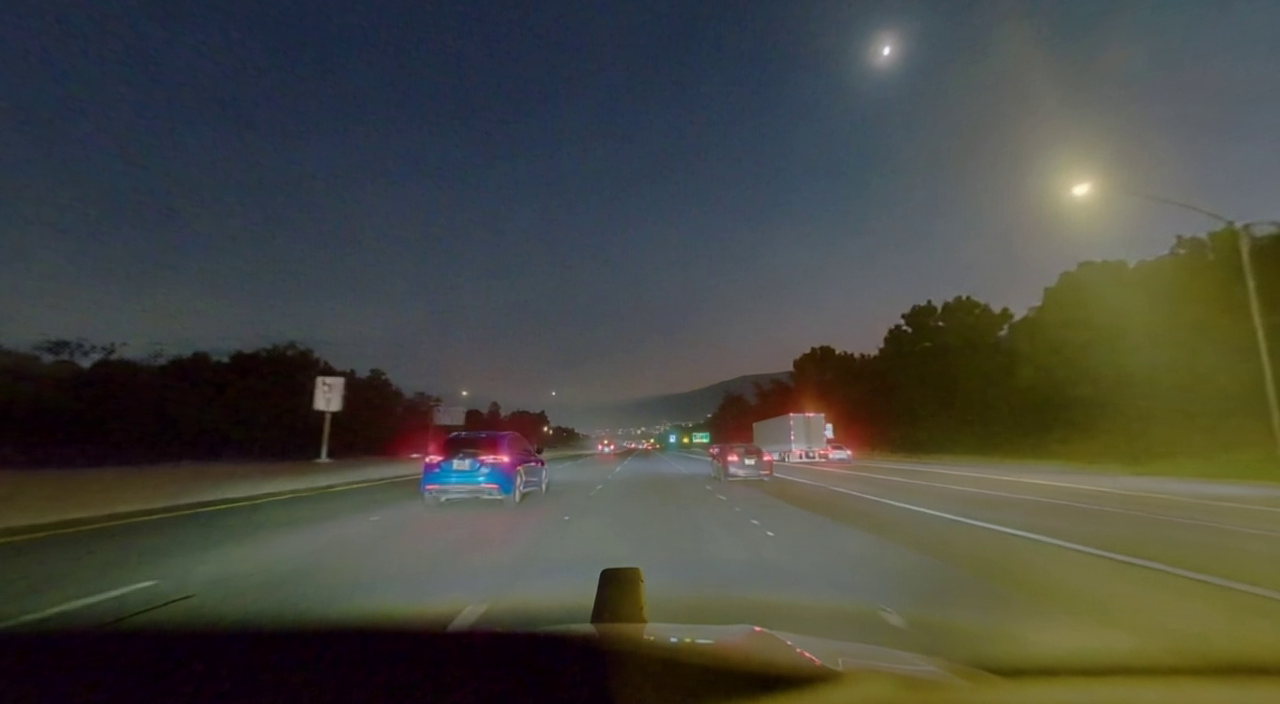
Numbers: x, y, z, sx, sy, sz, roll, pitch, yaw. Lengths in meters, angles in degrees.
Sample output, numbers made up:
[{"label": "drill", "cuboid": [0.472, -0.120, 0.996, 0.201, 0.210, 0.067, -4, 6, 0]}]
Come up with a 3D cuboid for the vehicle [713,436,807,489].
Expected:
[{"label": "vehicle", "cuboid": [3.700, 3.526, 20.420, 2.080, 1.493, 4.674, 0, -9, 0]}]

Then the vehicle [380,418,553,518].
[{"label": "vehicle", "cuboid": [-3.484, 2.482, 13.998, 2.218, 1.764, 5.229, 0, -9, 2]}]

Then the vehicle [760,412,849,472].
[{"label": "vehicle", "cuboid": [7.730, 4.346, 30.288, 2.729, 2.628, 4.875, 0, -9, -2]}]
